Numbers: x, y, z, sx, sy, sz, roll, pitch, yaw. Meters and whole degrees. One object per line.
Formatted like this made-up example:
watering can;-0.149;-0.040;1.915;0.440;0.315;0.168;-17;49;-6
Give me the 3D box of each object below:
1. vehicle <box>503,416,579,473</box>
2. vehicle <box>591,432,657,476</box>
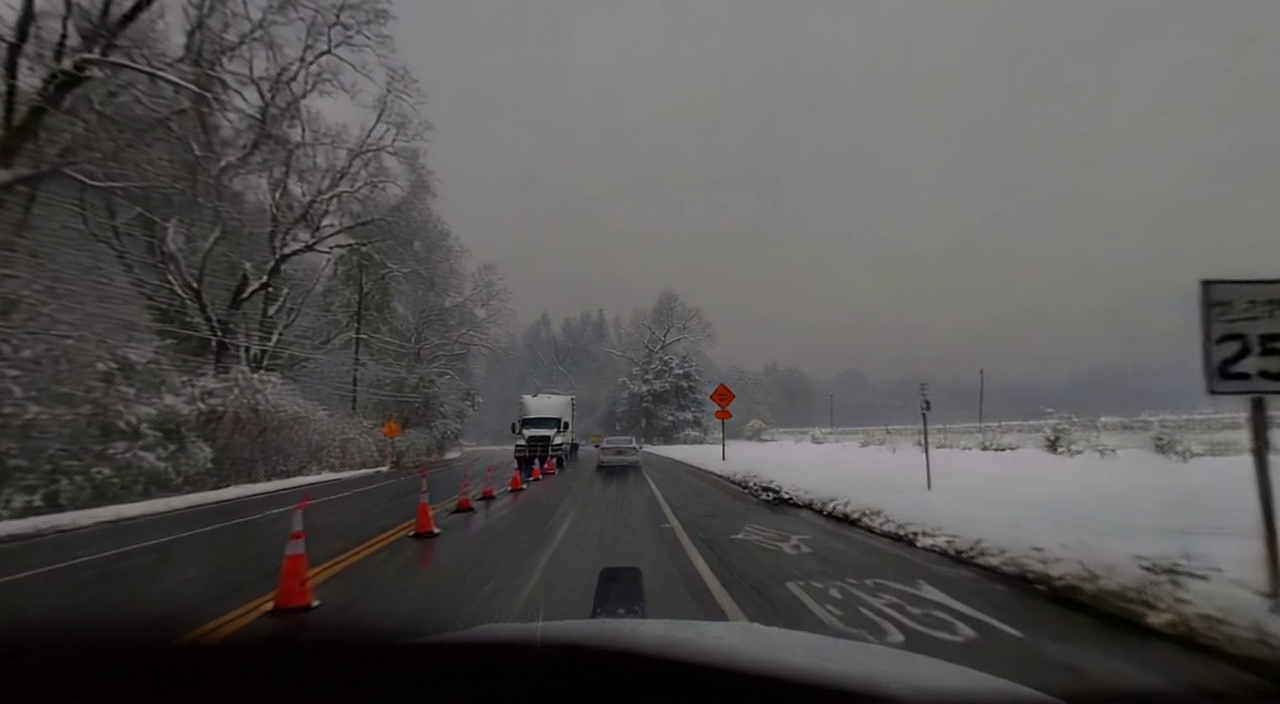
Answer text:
vehicle;-3.897;3.783;25.864;2.671;2.053;6.074;1;-8;-6
vehicle;-0.619;3.722;23.325;2.186;1.463;4.356;0;-8;-2
